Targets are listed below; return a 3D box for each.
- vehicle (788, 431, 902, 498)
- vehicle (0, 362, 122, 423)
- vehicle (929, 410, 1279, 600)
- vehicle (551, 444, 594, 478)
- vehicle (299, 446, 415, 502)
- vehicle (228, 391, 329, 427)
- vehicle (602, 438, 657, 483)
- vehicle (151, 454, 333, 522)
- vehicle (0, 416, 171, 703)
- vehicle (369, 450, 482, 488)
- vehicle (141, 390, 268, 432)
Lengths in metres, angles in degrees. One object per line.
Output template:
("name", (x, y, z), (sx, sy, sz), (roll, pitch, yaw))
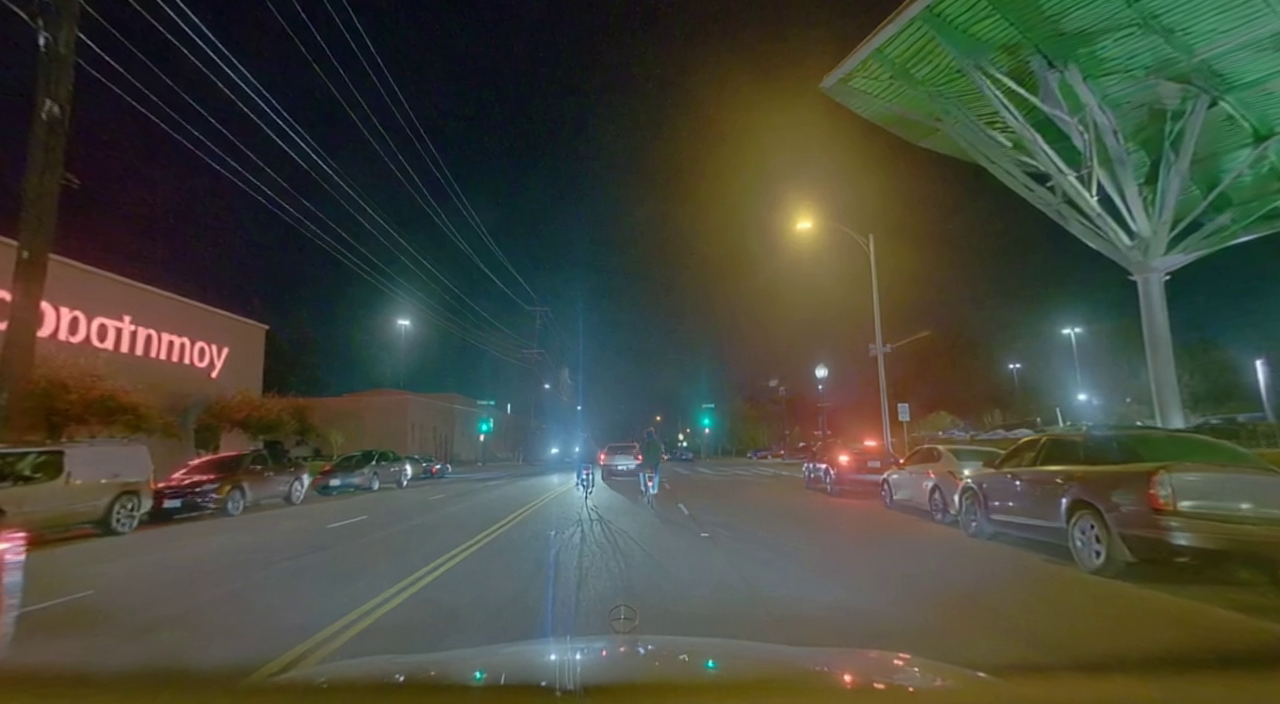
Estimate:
("vehicle", (5.761, 3.192, 18.290), (1.873, 1.714, 3.979), (0, -8, -1))
("vehicle", (-17.337, 1.194, 18.096), (3.445, 1.576, 1.787), (-1, -7, 2))
("vehicle", (5.544, 1.650, 7.735), (1.972, 1.623, 4.469), (0, -8, 1))
("vehicle", (-4.186, 6.838, 39.964), (2.184, 1.954, 4.898), (0, -8, 0))
("vehicle", (-10.301, 4.435, 23.504), (2.075, 1.816, 4.900), (0, -8, -1))
("vehicle", (-17.195, 2.727, 30.154), (3.685, 1.584, 1.708), (1, -9, -3))
("vehicle", (-0.422, 4.629, 27.262), (2.190, 1.783, 4.048), (0, -8, 0))
("vehicle", (-10.327, 3.524, 16.929), (1.904, 1.495, 4.585), (0, -8, 0))
("vehicle", (-3.988, 0.891, 1.756), (2.059, 1.519, 4.351), (0, -8, -1))
("vehicle", (-10.930, 5.975, 32.490), (4.961, 1.832, 2.287), (0, -9, 1))
("vehicle", (-17.339, 2.385, 25.272), (3.750, 1.495, 1.727), (-1, -8, -2))
